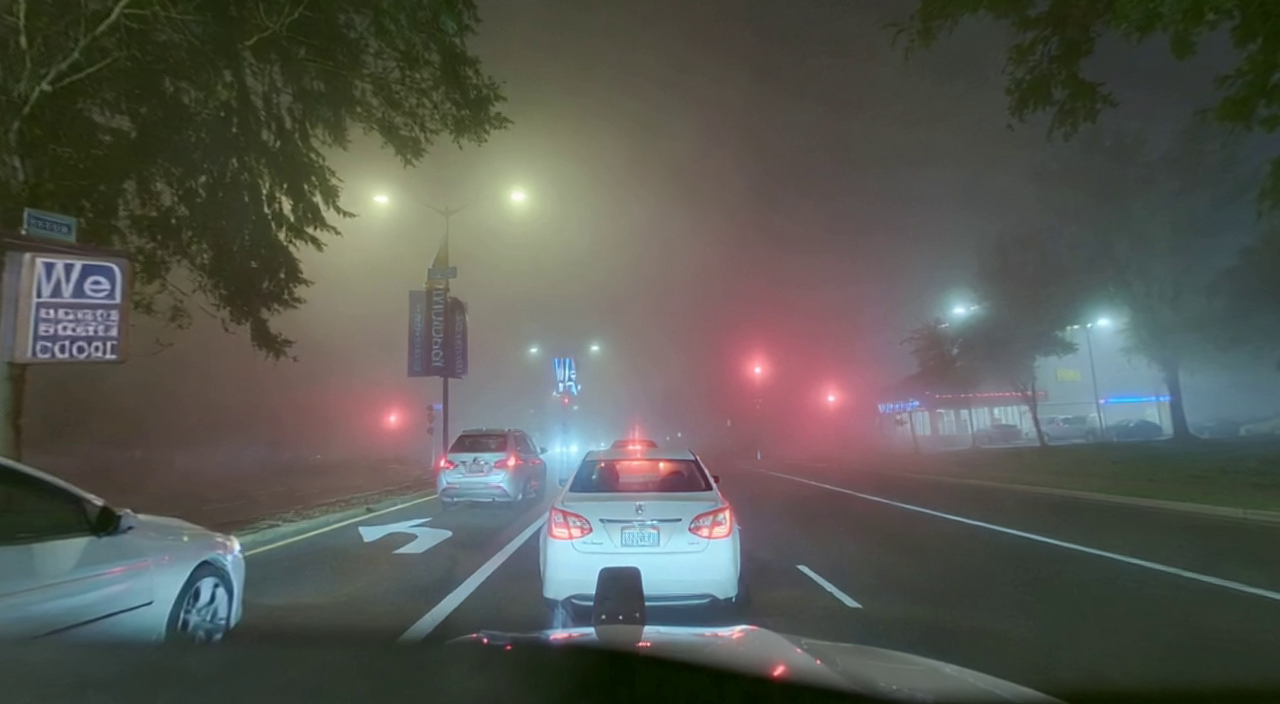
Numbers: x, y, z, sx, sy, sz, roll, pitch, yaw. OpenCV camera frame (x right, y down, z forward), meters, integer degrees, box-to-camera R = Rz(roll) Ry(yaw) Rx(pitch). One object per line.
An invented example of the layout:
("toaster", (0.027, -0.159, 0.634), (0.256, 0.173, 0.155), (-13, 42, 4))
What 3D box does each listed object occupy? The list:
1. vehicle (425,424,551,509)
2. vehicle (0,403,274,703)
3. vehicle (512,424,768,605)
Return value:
("vehicle", (-3.441, 2.683, 15.222), (2.046, 1.751, 4.208), (0, -8, -1))
("vehicle", (-3.493, 0.890, 2.055), (1.961, 1.487, 4.453), (0, -8, -1))
("vehicle", (-0.057, 1.645, 7.304), (2.126, 1.475, 3.967), (0, -8, -2))
